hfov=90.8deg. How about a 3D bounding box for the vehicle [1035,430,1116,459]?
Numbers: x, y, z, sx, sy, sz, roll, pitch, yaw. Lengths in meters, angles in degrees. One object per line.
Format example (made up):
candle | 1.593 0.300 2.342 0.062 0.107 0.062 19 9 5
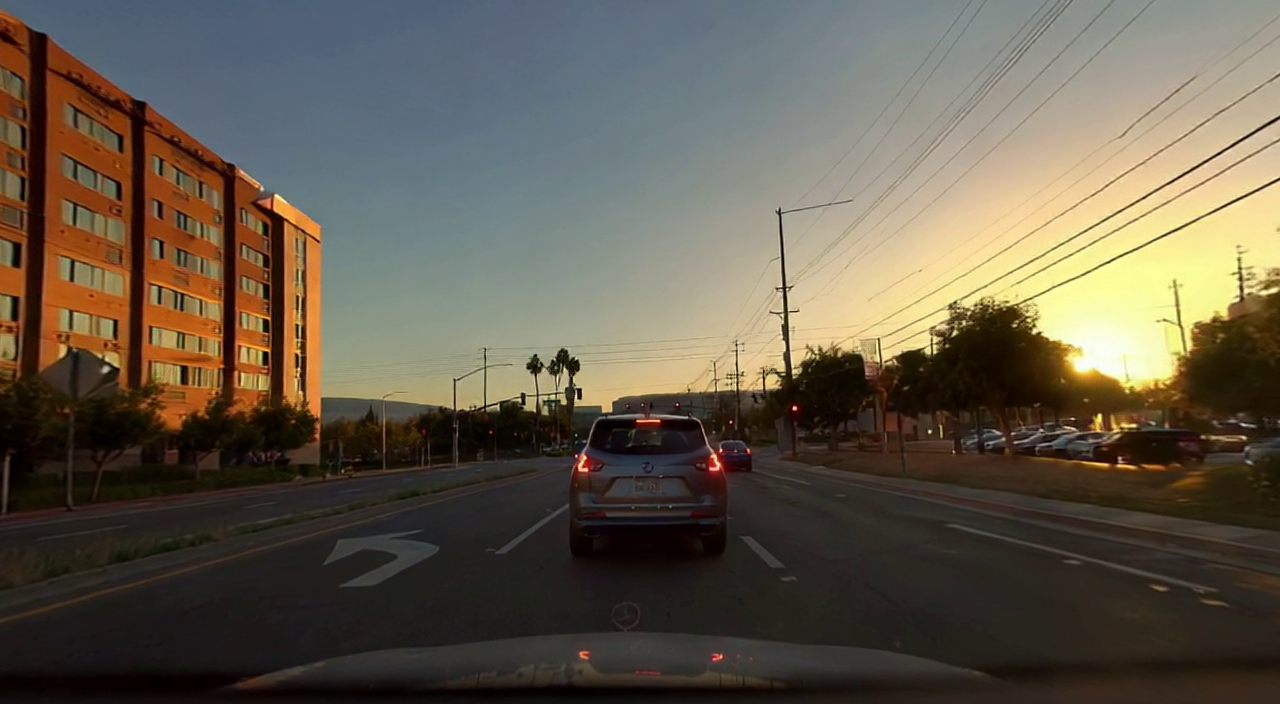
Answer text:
vehicle | 33.926 7.262 49.495 2.400 2.035 6.402 -1 -9 7

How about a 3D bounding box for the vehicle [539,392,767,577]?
vehicle | 0.121 1.604 8.339 2.189 1.776 4.342 0 -9 0
